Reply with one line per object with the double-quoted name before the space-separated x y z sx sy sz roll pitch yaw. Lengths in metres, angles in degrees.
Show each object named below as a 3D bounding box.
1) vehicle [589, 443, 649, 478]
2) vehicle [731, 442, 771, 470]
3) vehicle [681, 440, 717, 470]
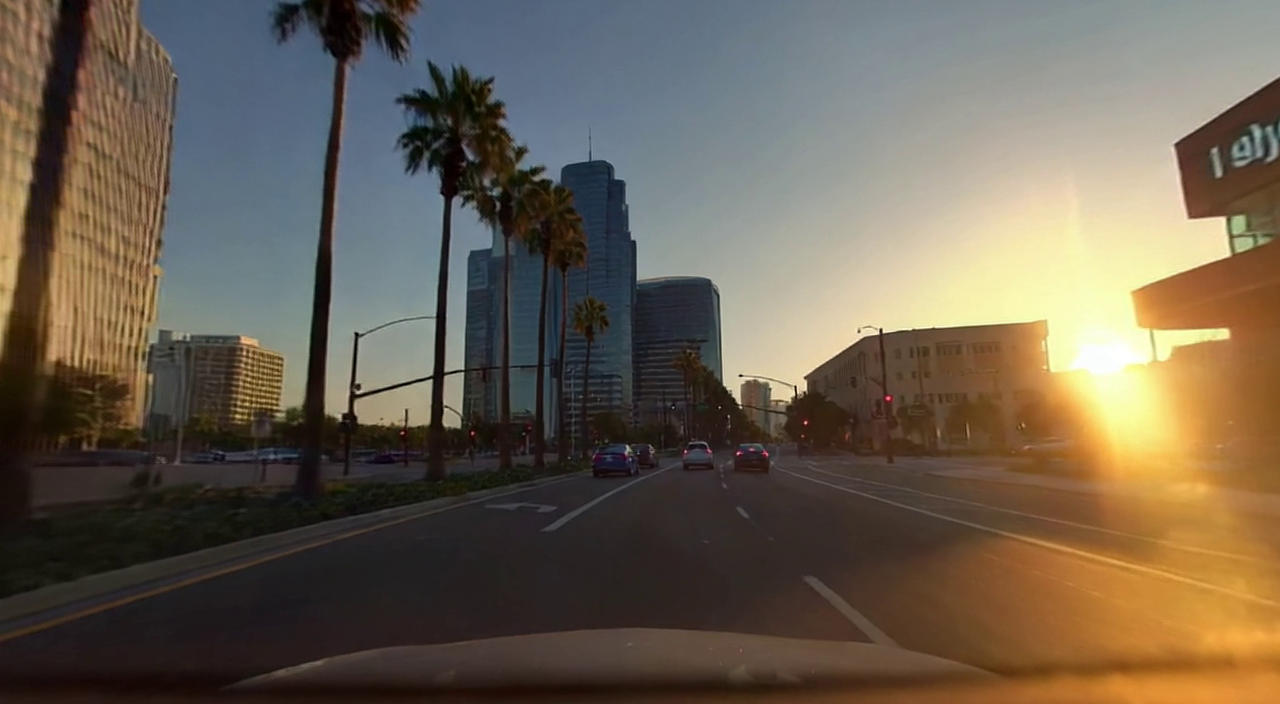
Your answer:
"vehicle" -0.866 4.921 28.962 1.962 1.480 4.605 -1 -9 8
"vehicle" 6.449 6.079 37.012 1.936 1.567 3.896 -1 -9 4
"vehicle" 3.694 6.316 38.951 2.060 1.730 4.257 -1 -9 7
